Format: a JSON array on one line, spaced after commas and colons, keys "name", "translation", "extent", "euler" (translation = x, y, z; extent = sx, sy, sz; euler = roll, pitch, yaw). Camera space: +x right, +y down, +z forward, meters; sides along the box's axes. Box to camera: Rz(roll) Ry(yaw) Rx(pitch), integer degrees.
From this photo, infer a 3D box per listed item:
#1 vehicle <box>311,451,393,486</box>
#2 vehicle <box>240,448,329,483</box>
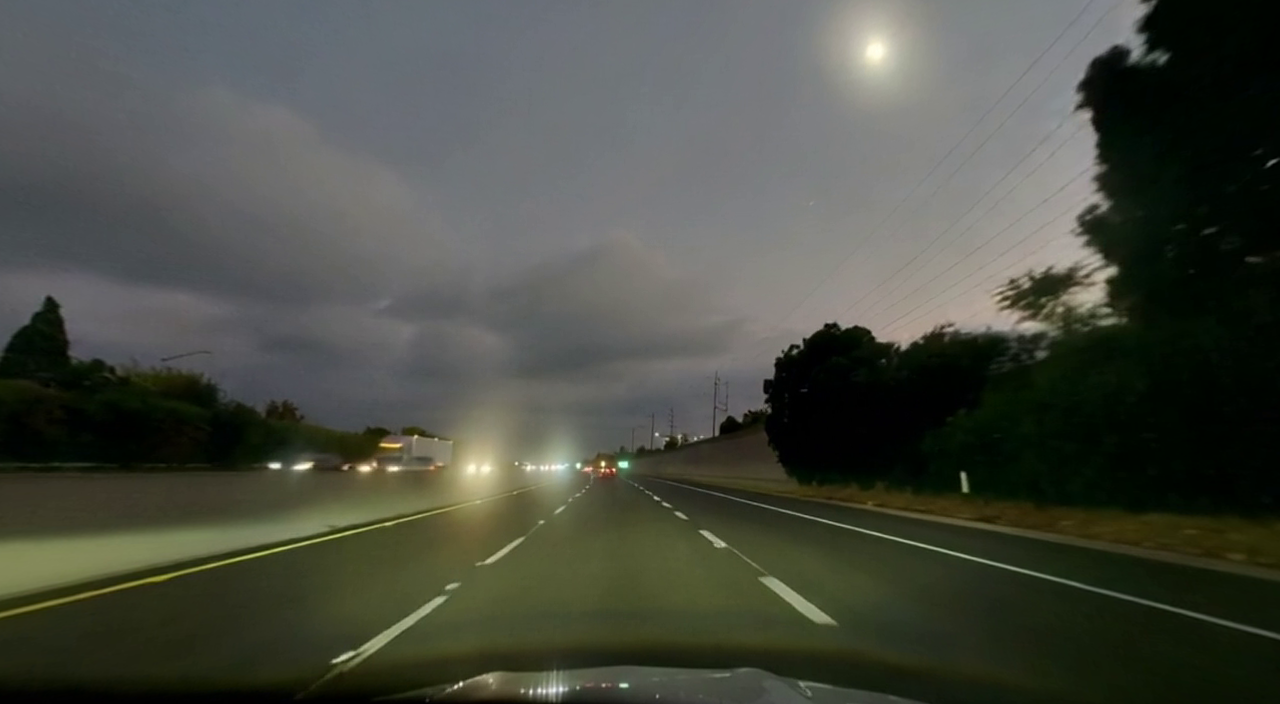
[{"name": "vehicle", "translation": [-13.760, 5.625, 30.482], "extent": [1.994, 1.547, 4.451], "euler": [1, -11, -2]}, {"name": "vehicle", "translation": [-17.222, 5.553, 30.832], "extent": [1.966, 1.551, 4.257], "euler": [1, -10, -2]}]
